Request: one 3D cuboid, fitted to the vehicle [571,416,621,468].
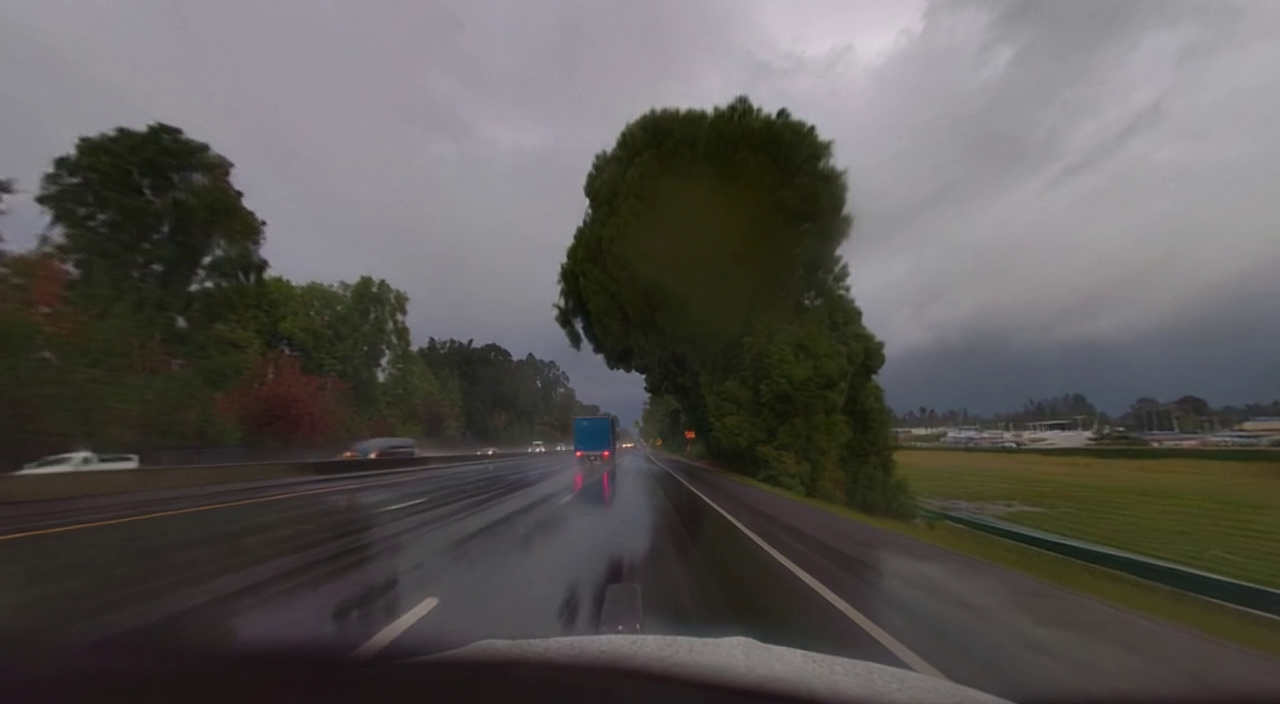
[{"bbox_3d":[-2.963,6.421,45.052,2.874,3.309,8.208,0,-8,0],"label":"vehicle"}]

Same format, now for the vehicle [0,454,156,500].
[{"bbox_3d":[-21.341,4.730,24.297,1.915,1.525,4.408,0,-9,0],"label":"vehicle"}]

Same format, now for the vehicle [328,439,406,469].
[{"bbox_3d":[-17.481,6.553,40.811,2.500,1.763,5.756,0,-9,0],"label":"vehicle"}]
